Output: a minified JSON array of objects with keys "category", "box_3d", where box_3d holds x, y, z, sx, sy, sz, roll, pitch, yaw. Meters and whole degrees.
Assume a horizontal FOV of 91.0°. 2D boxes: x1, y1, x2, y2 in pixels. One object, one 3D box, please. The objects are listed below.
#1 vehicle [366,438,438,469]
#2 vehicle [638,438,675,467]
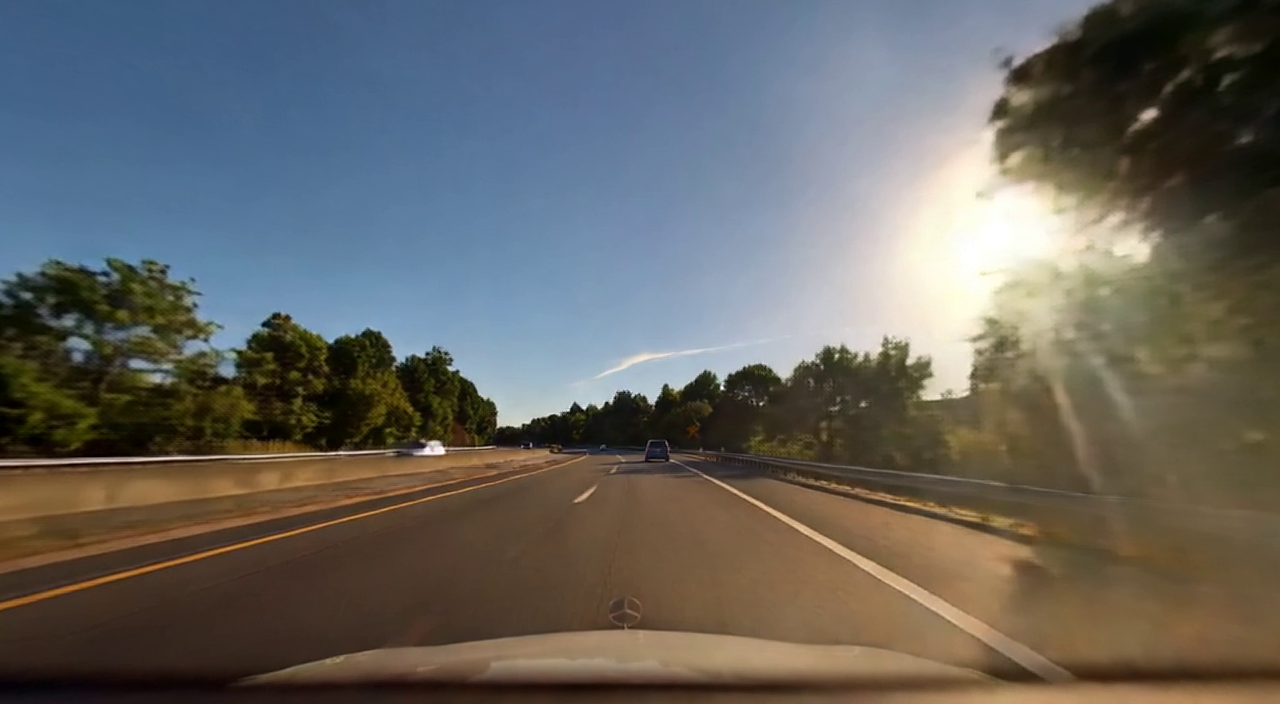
[{"category":"vehicle","box_3d":[-12.325,5.281,32.940,1.959,1.502,4.560,0,-9,1]},{"category":"vehicle","box_3d":[0.987,6.263,39.394,2.079,1.729,4.380,0,-9,-2]}]
